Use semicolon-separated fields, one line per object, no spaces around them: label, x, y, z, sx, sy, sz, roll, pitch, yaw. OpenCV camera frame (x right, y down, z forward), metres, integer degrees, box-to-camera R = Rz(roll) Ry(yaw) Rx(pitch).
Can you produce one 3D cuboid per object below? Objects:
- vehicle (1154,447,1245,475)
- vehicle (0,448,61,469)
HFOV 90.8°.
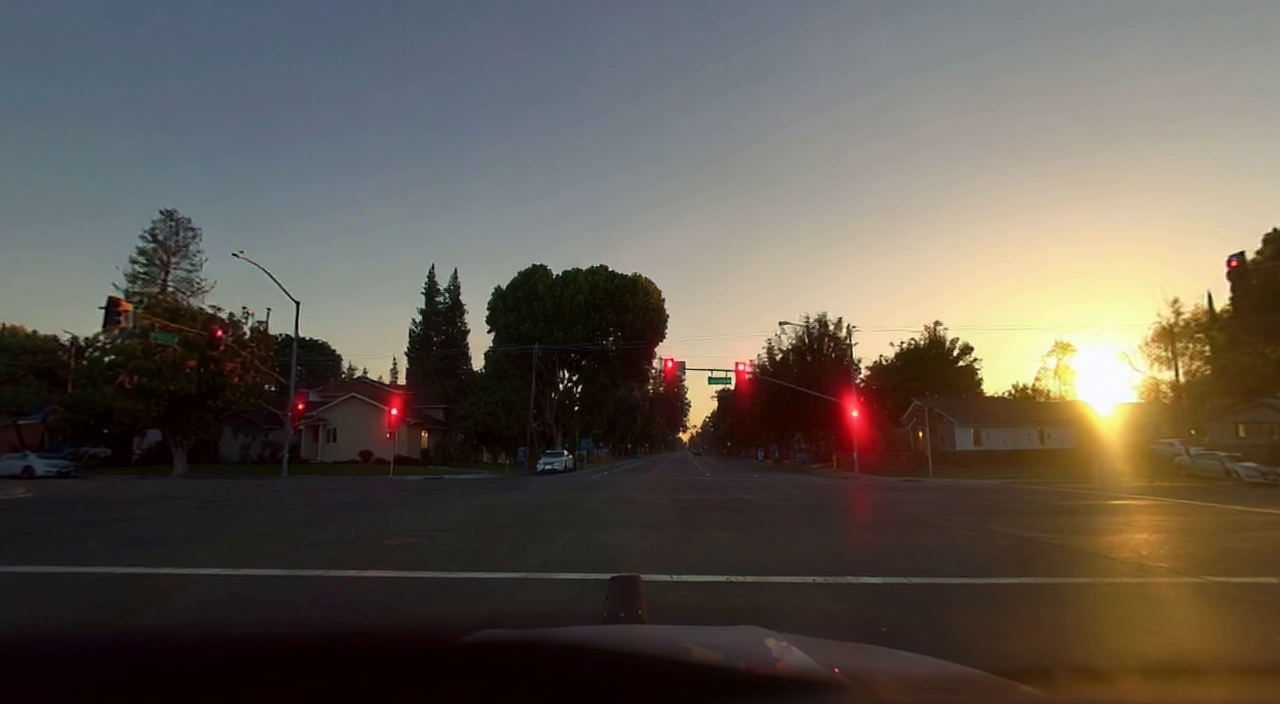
vehicle;36.775;7.157;41.707;1.853;1.723;4.460;0;-9;0
vehicle;-44.294;7.615;45.193;3.949;1.422;1.744;0;-9;1
